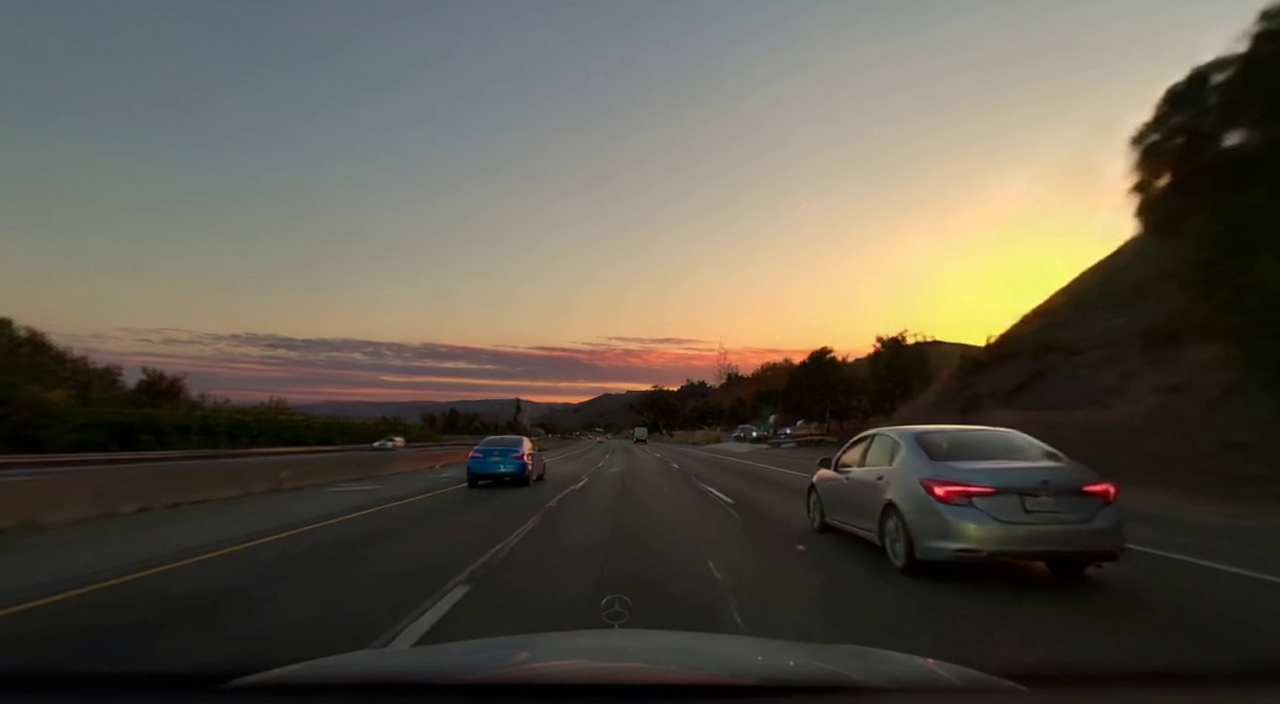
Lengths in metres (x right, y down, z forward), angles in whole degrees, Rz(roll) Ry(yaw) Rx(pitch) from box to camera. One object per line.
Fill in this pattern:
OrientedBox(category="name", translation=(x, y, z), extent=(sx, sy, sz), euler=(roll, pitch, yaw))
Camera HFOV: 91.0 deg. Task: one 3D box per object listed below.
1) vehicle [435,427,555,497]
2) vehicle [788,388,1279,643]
OrientedBox(category="vehicle", translation=(-3.687, 2.892, 16.926), extent=(2.206, 1.604, 4.374), euler=(-1, -8, 0))
OrientedBox(category="vehicle", translation=(3.227, 1.368, 6.312), extent=(2.349, 1.651, 4.161), euler=(0, -8, -2))
